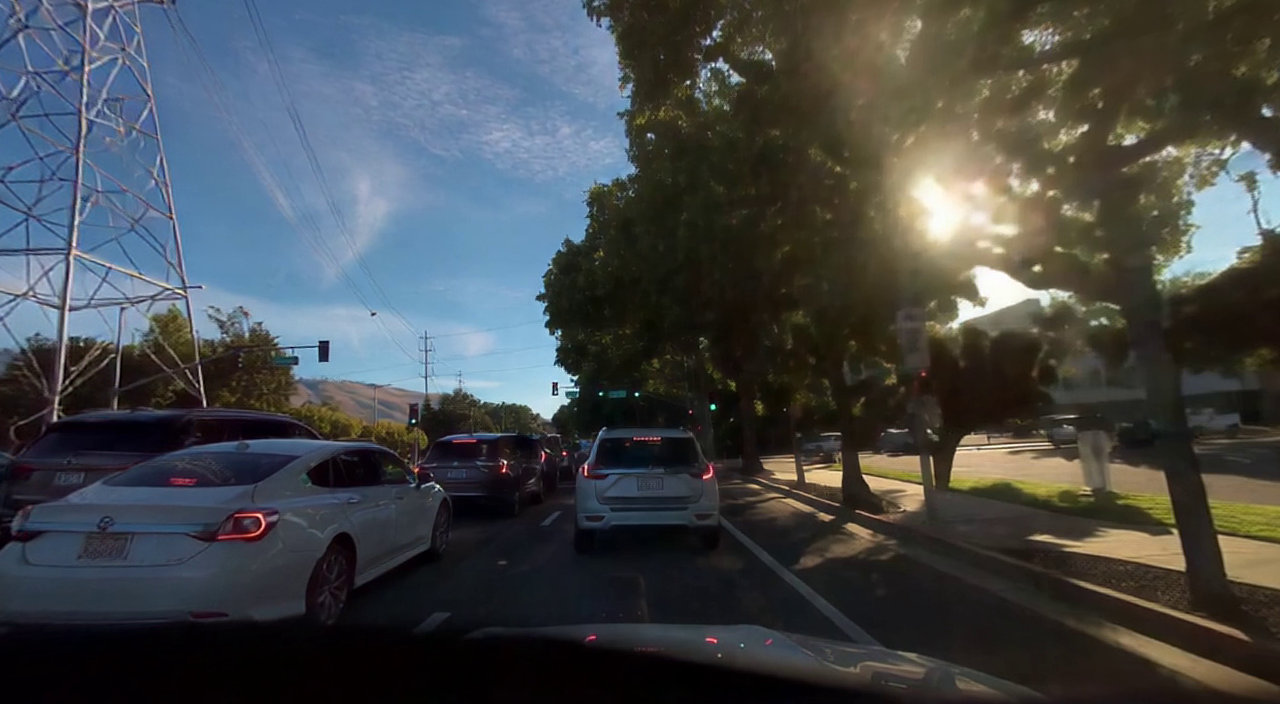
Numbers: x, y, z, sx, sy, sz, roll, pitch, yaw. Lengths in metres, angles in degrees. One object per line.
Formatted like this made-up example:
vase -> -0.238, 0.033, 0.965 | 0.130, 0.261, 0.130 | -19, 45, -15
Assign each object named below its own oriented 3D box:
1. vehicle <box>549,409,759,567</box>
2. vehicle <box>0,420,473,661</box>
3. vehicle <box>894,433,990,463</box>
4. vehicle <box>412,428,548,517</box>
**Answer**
vehicle -> 0.085, 1.766, 8.944 | 2.239, 1.661, 4.224 | 0, -8, -2
vehicle -> -3.175, 1.495, 6.205 | 1.973, 1.469, 4.448 | 0, -8, -2
vehicle -> 15.093, 4.802, 31.705 | 3.858, 1.437, 1.899 | 0, -8, -4
vehicle -> -3.255, 2.522, 13.672 | 1.997, 1.636, 3.760 | 0, -8, -1
